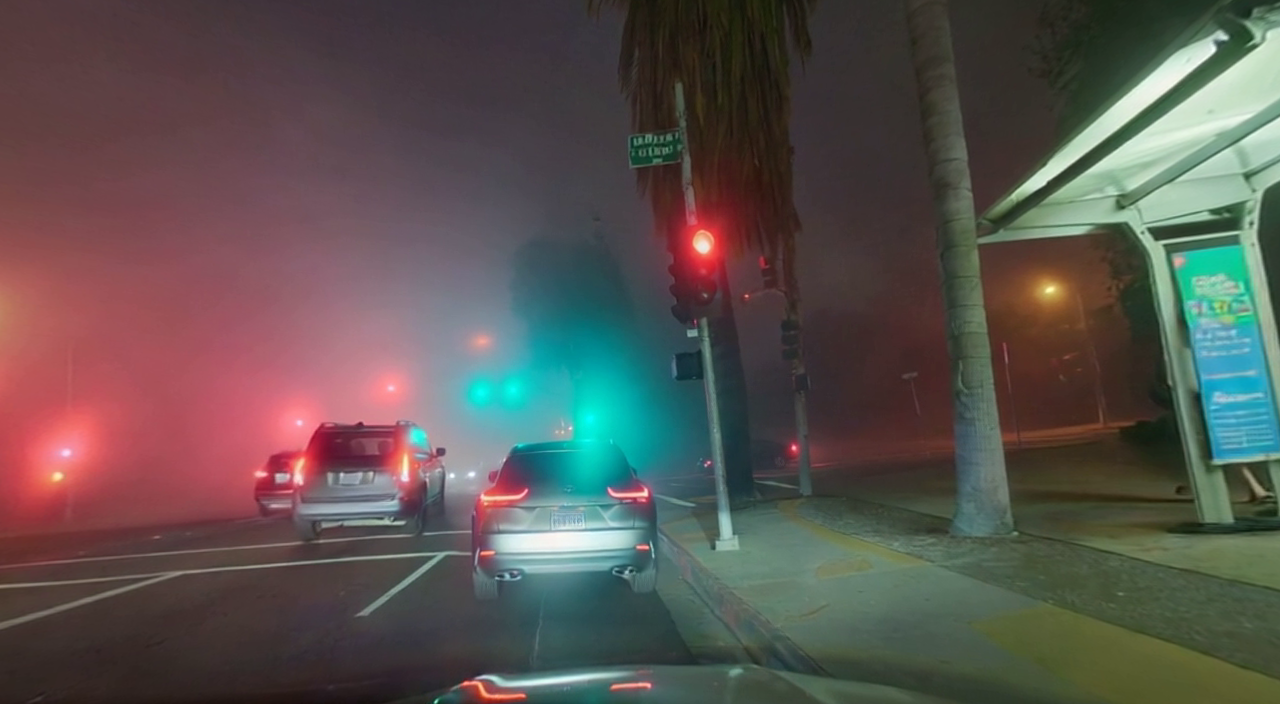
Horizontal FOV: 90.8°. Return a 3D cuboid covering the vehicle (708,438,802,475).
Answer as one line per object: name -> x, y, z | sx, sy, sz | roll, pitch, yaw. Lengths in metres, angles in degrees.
vehicle -> 5.541, 5.080, 30.761 | 3.987, 1.636, 1.903 | 1, -10, -14

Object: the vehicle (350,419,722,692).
vehicle -> -0.844, 1.445, 5.759 | 2.065, 1.467, 4.289 | 1, -9, -8
